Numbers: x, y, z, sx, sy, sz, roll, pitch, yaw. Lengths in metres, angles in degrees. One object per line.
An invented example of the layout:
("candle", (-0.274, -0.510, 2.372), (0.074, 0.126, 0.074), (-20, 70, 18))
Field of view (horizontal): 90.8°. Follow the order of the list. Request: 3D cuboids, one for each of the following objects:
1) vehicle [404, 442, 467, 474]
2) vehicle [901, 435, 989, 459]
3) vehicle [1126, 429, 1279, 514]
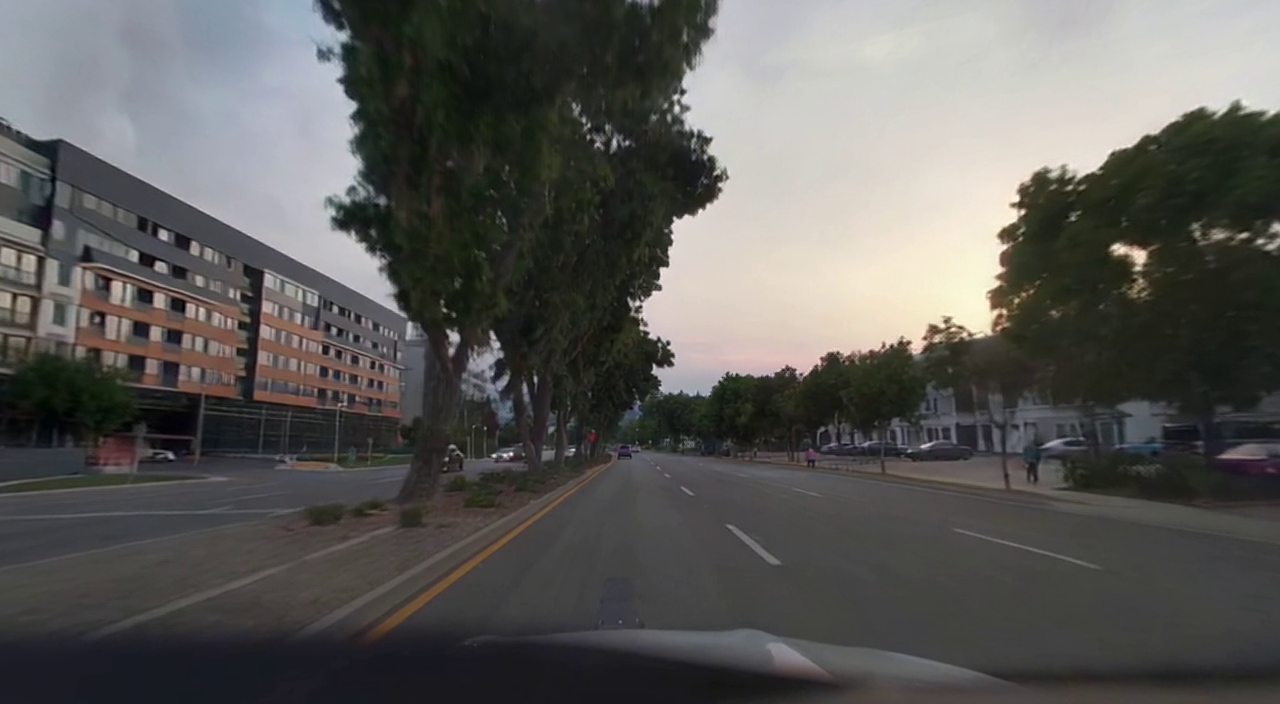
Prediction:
("vehicle", (-12.323, 6.417, 38.475), (2.250, 1.788, 4.684), (0, -9, 0))
("vehicle", (22.540, 7.045, 46.788), (5.320, 1.722, 2.651), (2, -9, -15))
("vehicle", (14.901, 2.812, 15.189), (4.761, 1.832, 2.201), (1, -9, -7))
